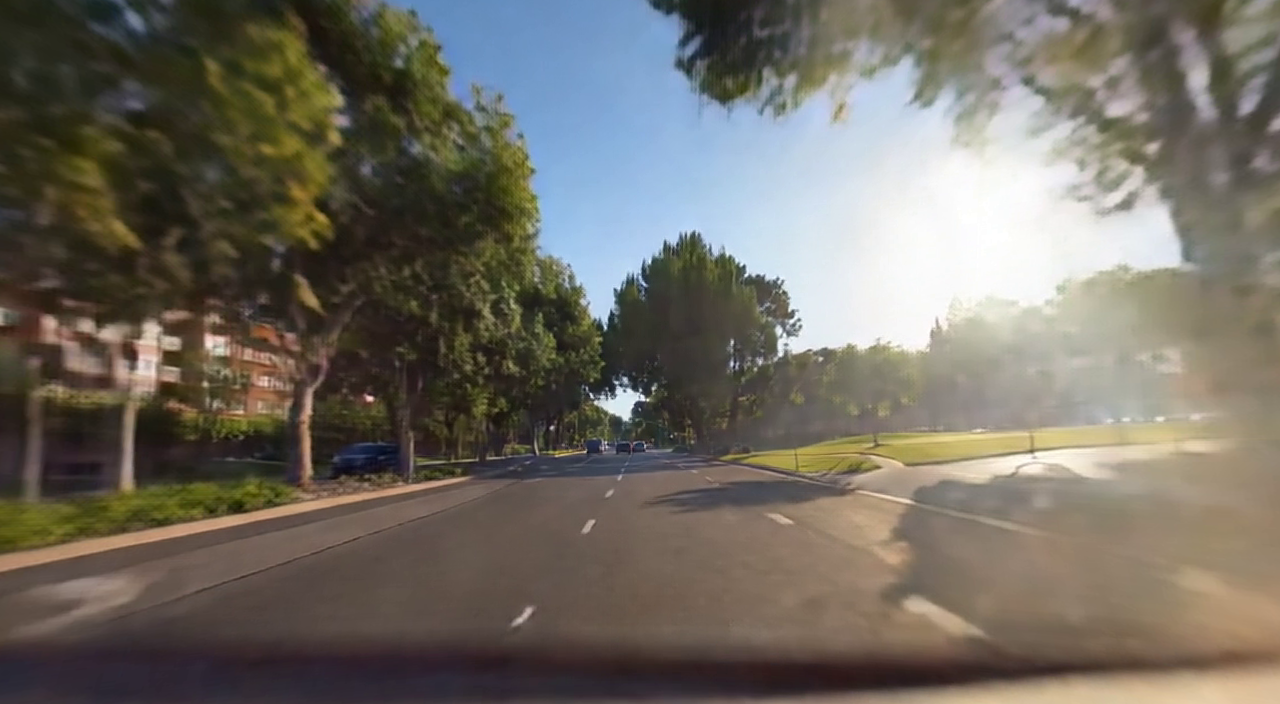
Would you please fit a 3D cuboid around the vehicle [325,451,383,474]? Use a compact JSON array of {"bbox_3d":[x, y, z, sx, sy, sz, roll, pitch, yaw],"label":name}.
[{"bbox_3d":[-19.705,7.600,43.628,1.863,1.486,4.500,0,-8,0],"label":"vehicle"}]
